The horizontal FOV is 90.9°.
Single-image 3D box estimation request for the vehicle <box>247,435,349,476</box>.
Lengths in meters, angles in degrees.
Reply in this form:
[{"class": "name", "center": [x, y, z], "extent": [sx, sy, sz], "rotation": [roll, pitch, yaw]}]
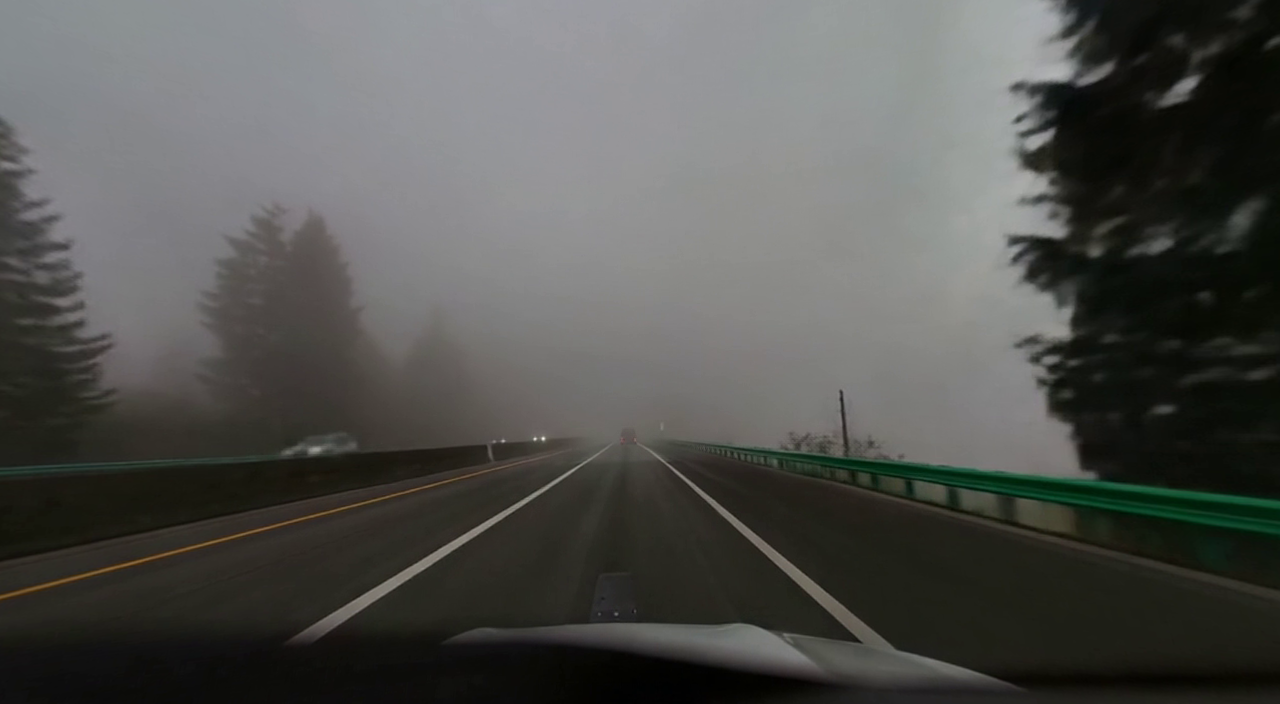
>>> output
[{"class": "vehicle", "center": [-13.190, 3.989, 24.581], "extent": [1.753, 1.440, 3.948], "rotation": [0, -7, 0]}]
